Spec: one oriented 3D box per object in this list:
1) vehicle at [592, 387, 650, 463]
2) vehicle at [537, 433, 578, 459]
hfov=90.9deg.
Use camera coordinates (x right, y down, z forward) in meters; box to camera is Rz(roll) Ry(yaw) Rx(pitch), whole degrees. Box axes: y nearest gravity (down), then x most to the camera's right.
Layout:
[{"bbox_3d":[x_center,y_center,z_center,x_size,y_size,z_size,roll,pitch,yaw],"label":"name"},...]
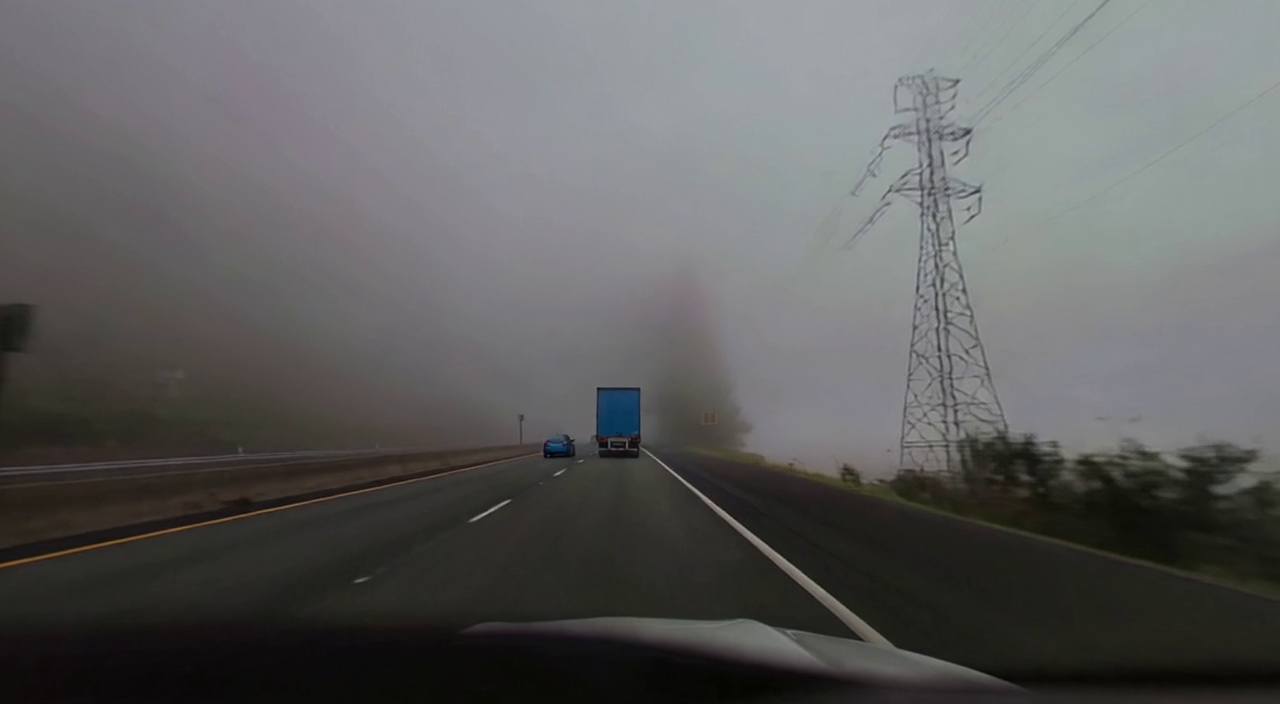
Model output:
[{"bbox_3d":[-1.107,4.343,36.905,2.955,3.851,9.915,0,-8,-2],"label":"vehicle"},{"bbox_3d":[-5.339,6.114,41.227,2.117,1.618,4.480,0,-8,-1],"label":"vehicle"}]
